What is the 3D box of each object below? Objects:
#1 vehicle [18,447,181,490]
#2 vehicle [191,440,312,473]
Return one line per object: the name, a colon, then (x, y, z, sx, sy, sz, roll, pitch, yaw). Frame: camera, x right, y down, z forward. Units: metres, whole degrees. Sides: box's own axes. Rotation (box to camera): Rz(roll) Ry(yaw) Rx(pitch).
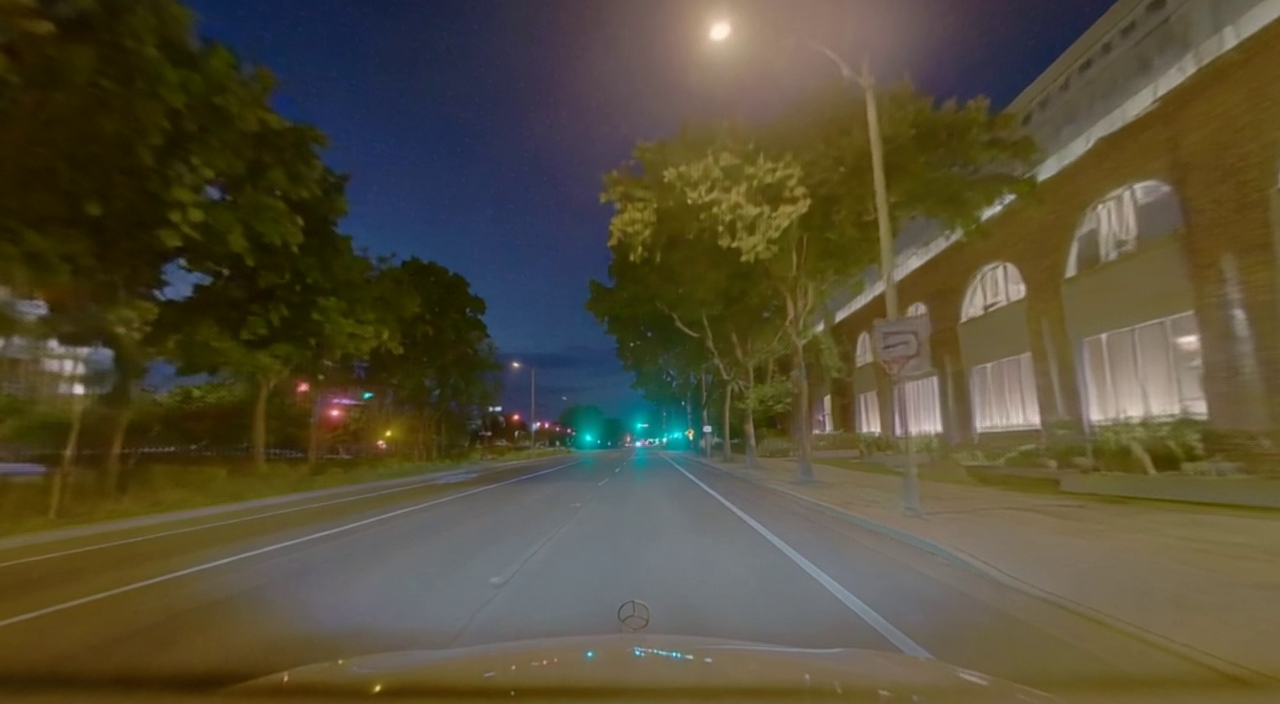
vehicle: (-19.370, 4.177, 22.733, 4.005, 1.433, 1.953, 0, -8, 0)
vehicle: (-19.105, 5.122, 31.138, 4.606, 1.544, 1.965, 0, -8, -1)
